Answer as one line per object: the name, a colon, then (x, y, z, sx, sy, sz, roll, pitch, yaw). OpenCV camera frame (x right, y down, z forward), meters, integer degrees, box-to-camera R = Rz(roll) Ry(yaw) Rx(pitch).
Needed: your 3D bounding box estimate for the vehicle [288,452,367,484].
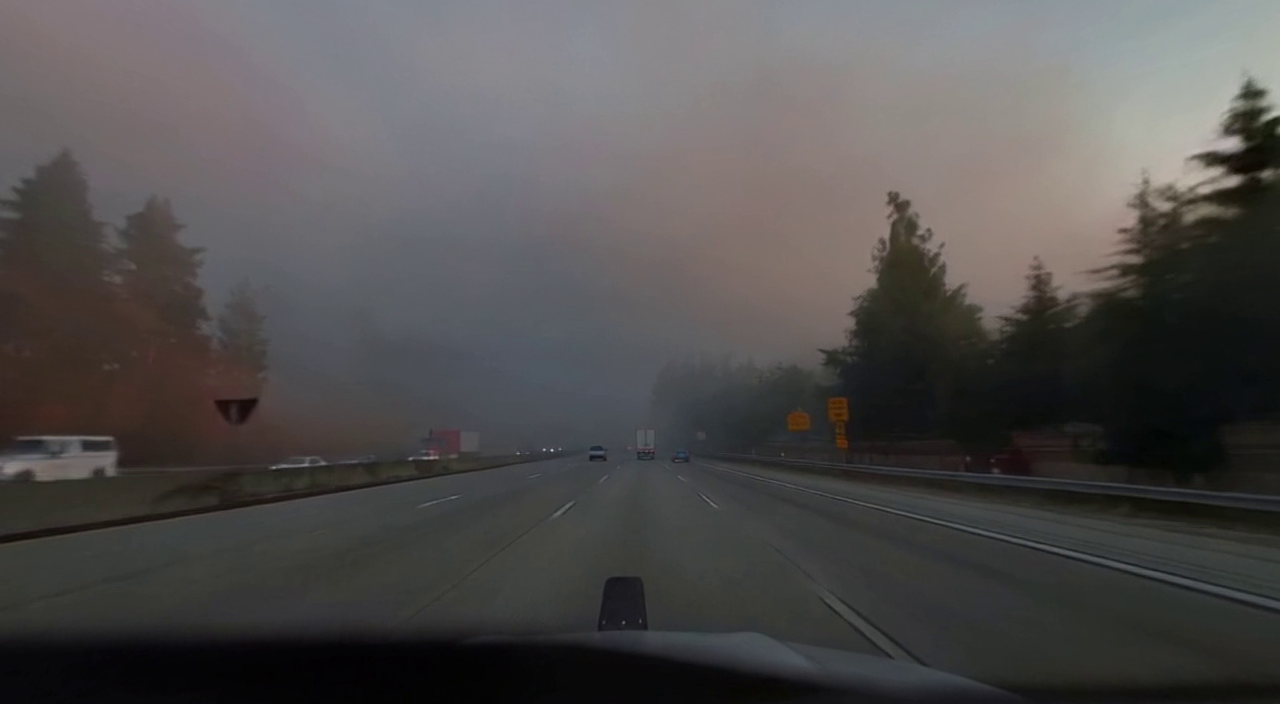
vehicle: (-15.288, 5.660, 31.038, 1.892, 1.416, 3.810, 0, -8, 0)

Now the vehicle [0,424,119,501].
vehicle: (-24.104, 4.265, 24.645, 2.523, 2.744, 5.403, 0, -8, 2)

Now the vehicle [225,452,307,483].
vehicle: (-19.363, 5.963, 32.762, 1.803, 1.469, 3.892, 0, -8, 1)
